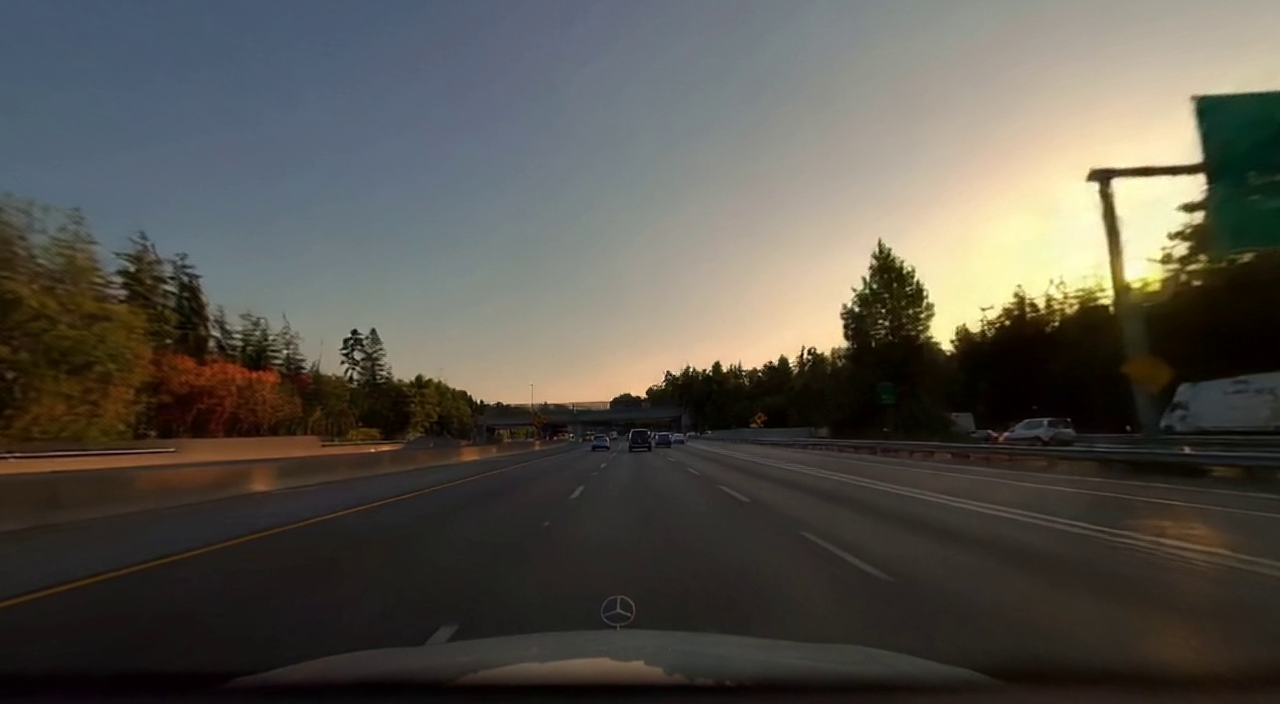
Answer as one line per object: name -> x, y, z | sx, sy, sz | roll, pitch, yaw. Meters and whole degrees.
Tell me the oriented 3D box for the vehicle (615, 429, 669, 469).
vehicle -> 0.030, 4.037, 26.356 | 2.086, 1.554, 3.875 | 0, -8, -2
